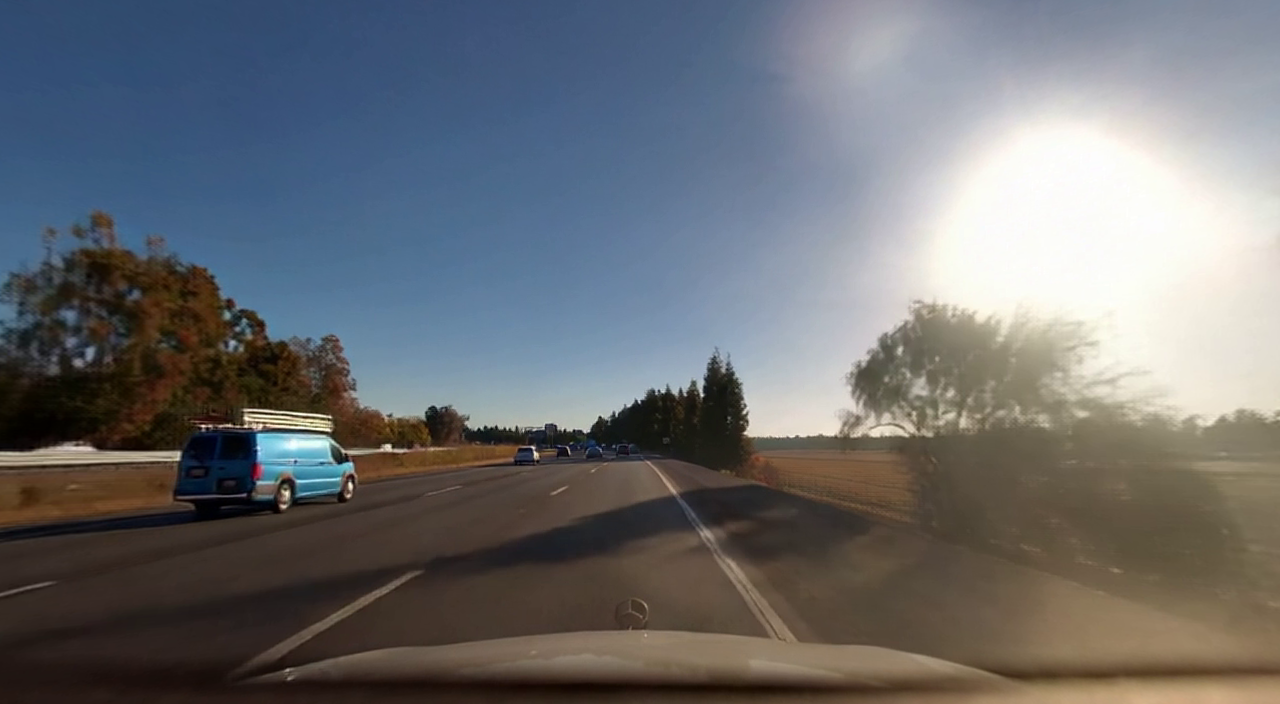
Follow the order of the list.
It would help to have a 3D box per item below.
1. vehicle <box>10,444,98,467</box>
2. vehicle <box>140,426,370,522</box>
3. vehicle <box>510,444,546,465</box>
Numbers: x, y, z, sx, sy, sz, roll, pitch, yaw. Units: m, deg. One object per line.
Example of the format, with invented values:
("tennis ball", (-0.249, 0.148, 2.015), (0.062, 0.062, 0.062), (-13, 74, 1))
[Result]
("vehicle", (-40.084, 7.077, 43.307), (1.757, 1.441, 4.504), (0, -9, -1))
("vehicle", (-8.120, 2.616, 14.050), (2.093, 1.752, 4.771), (0, -9, 0))
("vehicle", (-8.433, 7.770, 47.841), (1.958, 1.499, 4.437), (0, -9, 0))
